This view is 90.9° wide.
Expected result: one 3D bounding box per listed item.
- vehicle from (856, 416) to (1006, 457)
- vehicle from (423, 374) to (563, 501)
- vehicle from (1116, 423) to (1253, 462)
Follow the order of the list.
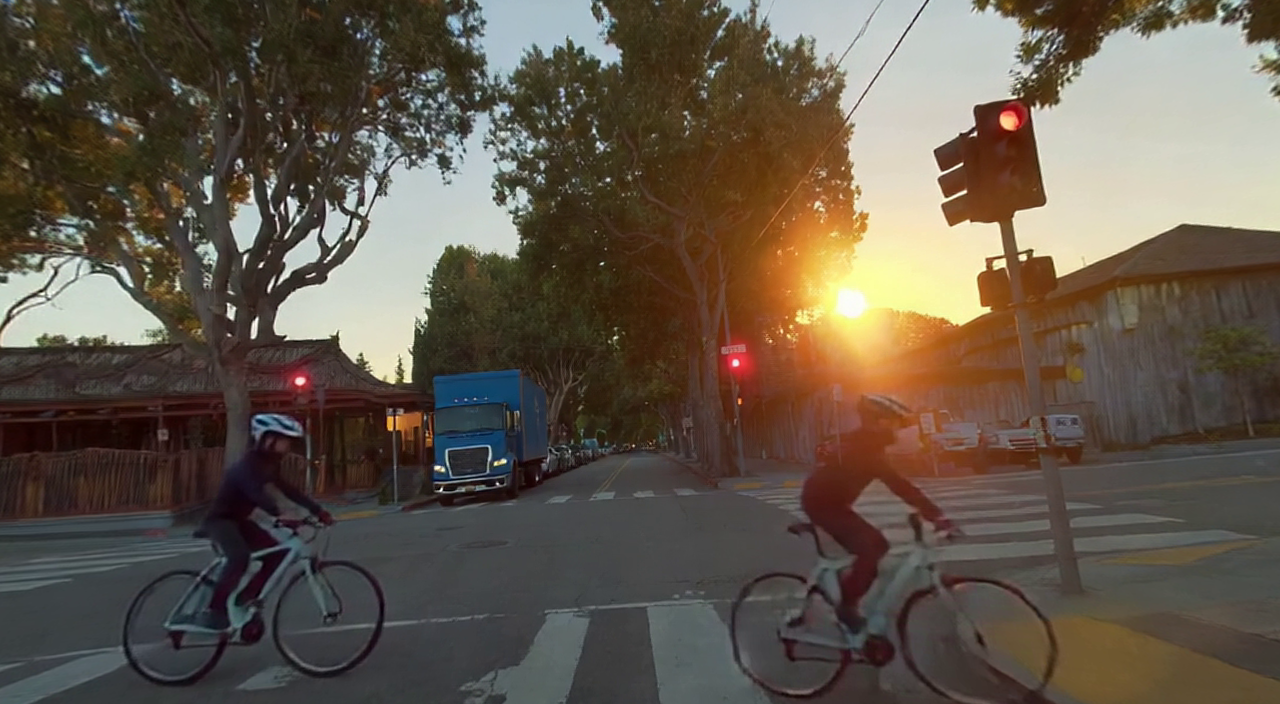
[{"bbox_3d":[10.686,3.143,23.427,4.643,1.456,1.820,-1,-8,5],"label":"vehicle"},{"bbox_3d":[-5.799,3.720,27.160,3.113,4.041,10.284,-8,-8,0],"label":"vehicle"},{"bbox_3d":[24.938,4.159,29.023,4.268,1.695,2.053,0,-8,3],"label":"vehicle"}]
